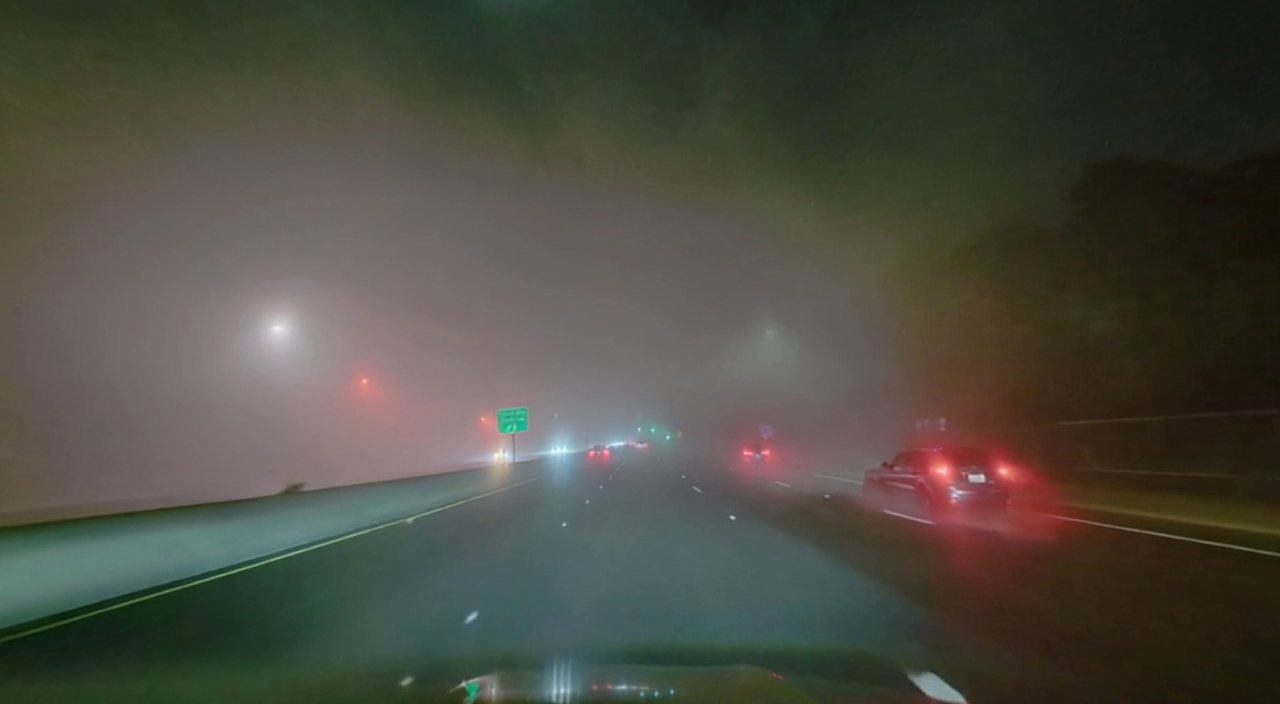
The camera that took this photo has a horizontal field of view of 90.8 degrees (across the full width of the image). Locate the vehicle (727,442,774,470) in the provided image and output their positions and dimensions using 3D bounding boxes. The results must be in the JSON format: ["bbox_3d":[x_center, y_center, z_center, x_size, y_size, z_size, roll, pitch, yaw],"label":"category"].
[{"bbox_3d":[6.674,6.340,38.717,1.987,1.597,4.463,0,-8,-1],"label":"vehicle"}]

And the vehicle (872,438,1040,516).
[{"bbox_3d":[6.885,2.720,14.280,1.838,1.518,3.713,0,-8,-1],"label":"vehicle"}]
